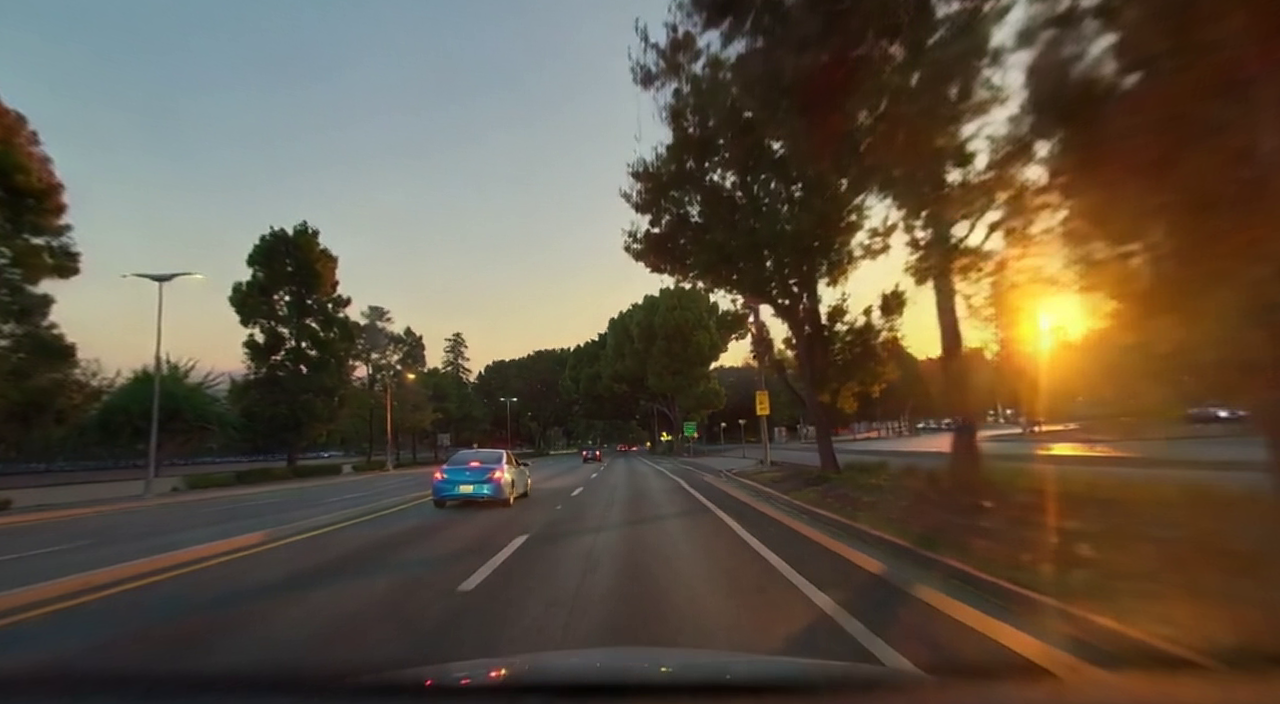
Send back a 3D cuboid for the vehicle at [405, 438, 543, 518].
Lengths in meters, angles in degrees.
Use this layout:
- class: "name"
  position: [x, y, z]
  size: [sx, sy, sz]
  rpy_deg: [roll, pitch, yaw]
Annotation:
- class: "vehicle"
  position: [-3.409, 2.664, 13.886]
  size: [1.964, 1.472, 4.078]
  rpy_deg: [0, -9, -1]
